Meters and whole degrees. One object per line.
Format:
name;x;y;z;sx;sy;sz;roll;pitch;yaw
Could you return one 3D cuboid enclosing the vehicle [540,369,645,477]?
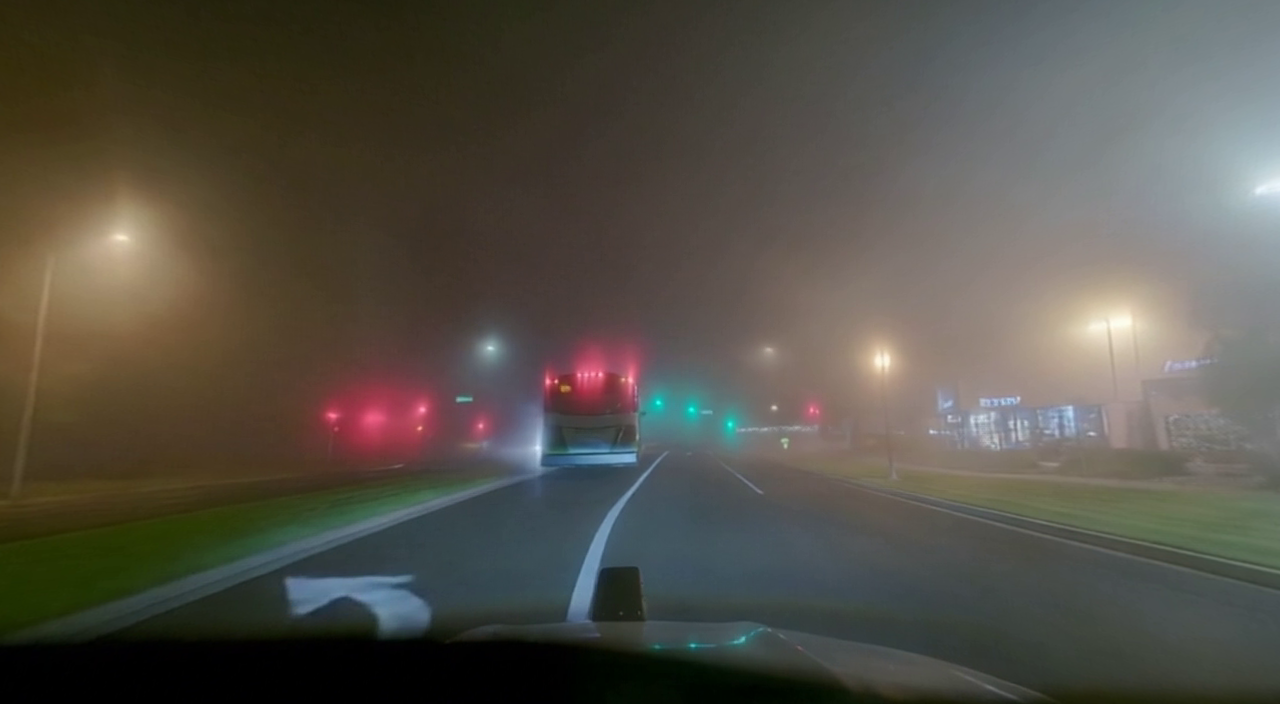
vehicle;-1.464;3.088;25.699;3.031;3.429;11.005;0;-9;2
